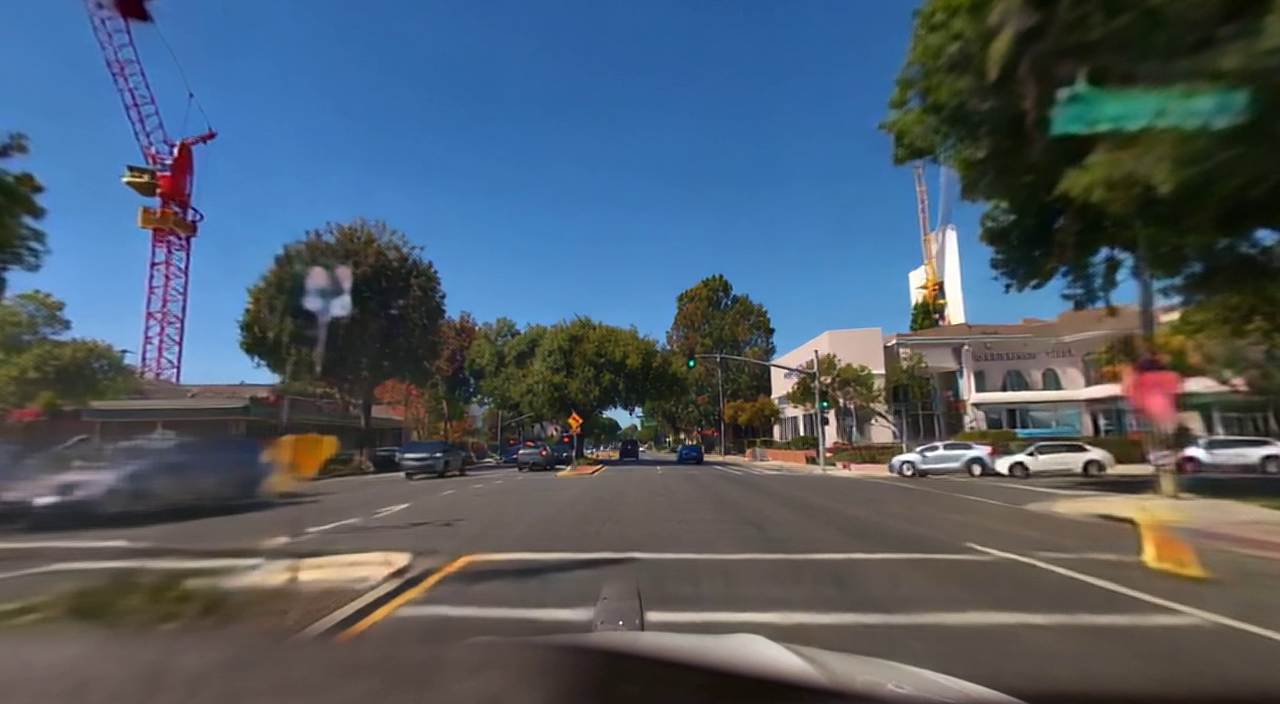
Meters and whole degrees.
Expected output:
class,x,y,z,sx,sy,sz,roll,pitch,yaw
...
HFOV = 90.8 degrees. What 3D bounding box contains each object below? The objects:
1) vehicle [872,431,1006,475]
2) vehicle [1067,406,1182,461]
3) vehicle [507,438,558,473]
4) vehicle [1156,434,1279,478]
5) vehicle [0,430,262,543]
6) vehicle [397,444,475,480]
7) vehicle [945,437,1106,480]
class,x,y,z,sx,sy,sz,roll,pitch,yaw
vehicle,12.680,4.331,27.081,4.641,1.772,2.080,-1,-9,6
vehicle,36.772,6.314,48.582,3.124,3.783,10.331,-3,-8,15
vehicle,-5.906,5.704,35.227,1.983,1.715,4.466,-3,-8,0
vehicle,21.246,3.699,22.695,3.995,1.463,1.862,1,-9,-9
vehicle,-8.959,2.274,11.323,1.918,1.640,3.971,0,-9,-1
vehicle,-8.906,4.833,27.986,2.067,1.460,4.290,0,-9,0
vehicle,13.845,3.848,22.894,4.506,1.479,1.924,0,-9,1
